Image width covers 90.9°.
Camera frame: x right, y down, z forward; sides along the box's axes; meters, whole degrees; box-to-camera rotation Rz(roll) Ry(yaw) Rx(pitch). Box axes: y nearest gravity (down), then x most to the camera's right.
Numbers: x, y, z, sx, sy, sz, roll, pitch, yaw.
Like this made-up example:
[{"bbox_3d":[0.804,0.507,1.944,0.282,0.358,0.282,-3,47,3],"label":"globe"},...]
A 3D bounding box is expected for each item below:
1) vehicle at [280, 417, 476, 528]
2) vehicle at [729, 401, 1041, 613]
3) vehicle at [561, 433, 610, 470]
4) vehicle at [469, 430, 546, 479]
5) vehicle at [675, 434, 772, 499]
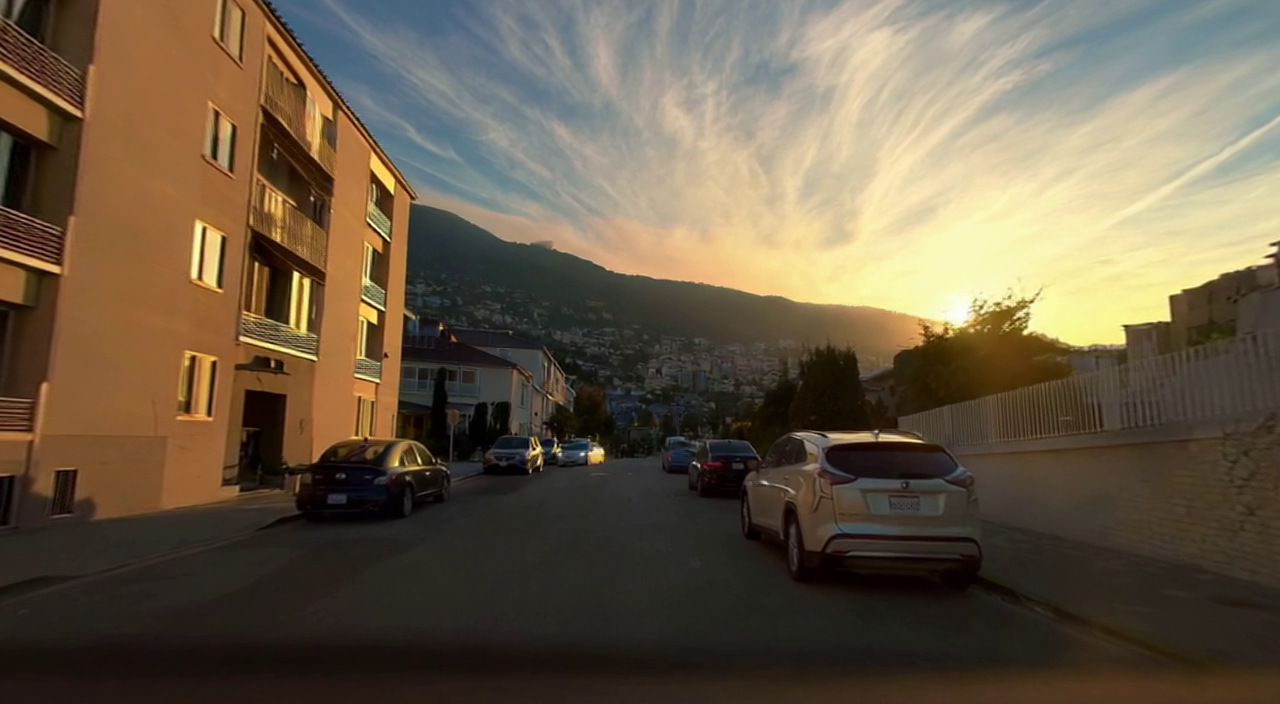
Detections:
[{"bbox_3d":[-4.549,2.189,11.800,1.883,1.499,4.426,6,-10,-3],"label":"vehicle"},{"bbox_3d":[2.245,1.506,7.073,1.839,1.678,3.918,0,-8,-1],"label":"vehicle"},{"bbox_3d":[-2.375,4.414,28.179,1.845,1.544,3.388,0,-8,0],"label":"vehicle"},{"bbox_3d":[-4.830,3.809,23.480,1.942,1.521,3.761,5,-9,0],"label":"vehicle"},{"bbox_3d":[1.998,2.871,16.337,1.786,1.447,4.314,0,-8,-2],"label":"vehicle"}]
